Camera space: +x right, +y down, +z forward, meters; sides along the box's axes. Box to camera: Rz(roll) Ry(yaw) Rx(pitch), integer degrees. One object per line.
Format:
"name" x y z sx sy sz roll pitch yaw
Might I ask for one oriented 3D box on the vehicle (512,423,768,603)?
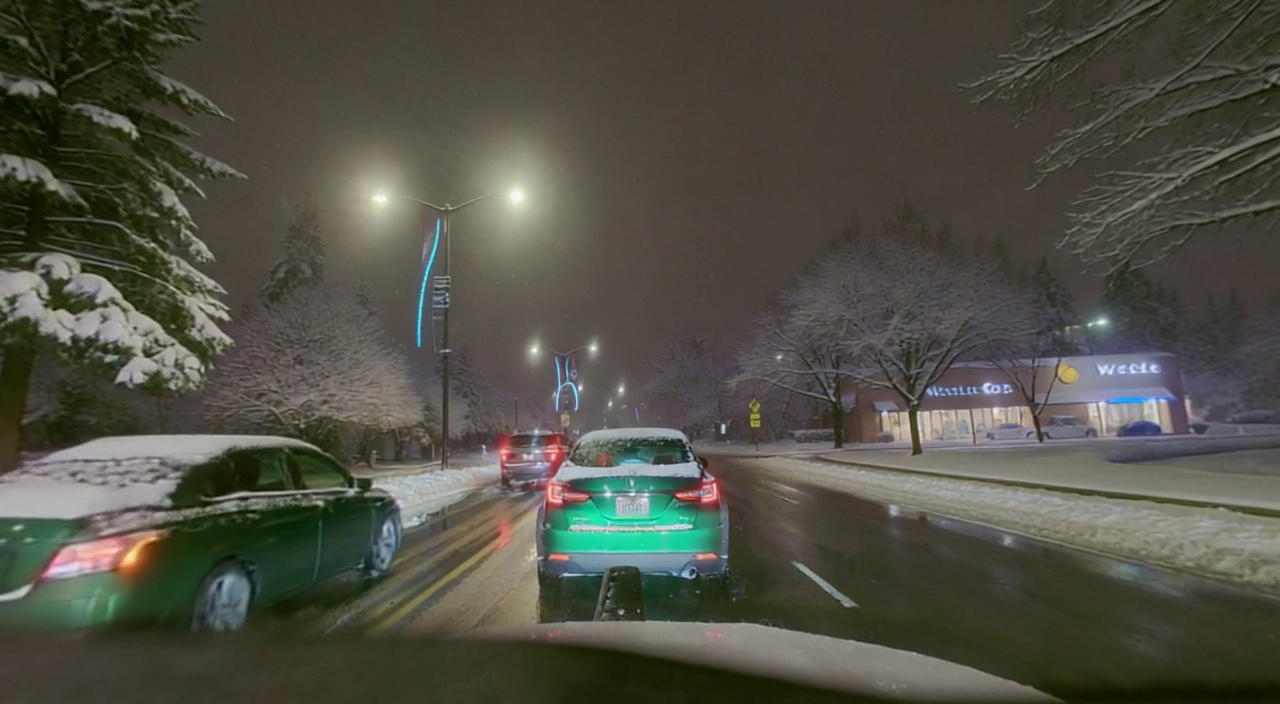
"vehicle" -0.058 1.635 7.311 2.126 1.475 3.967 0 -8 -2

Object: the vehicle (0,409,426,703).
"vehicle" -3.497 1.337 5.099 1.961 1.487 4.453 0 -8 0
